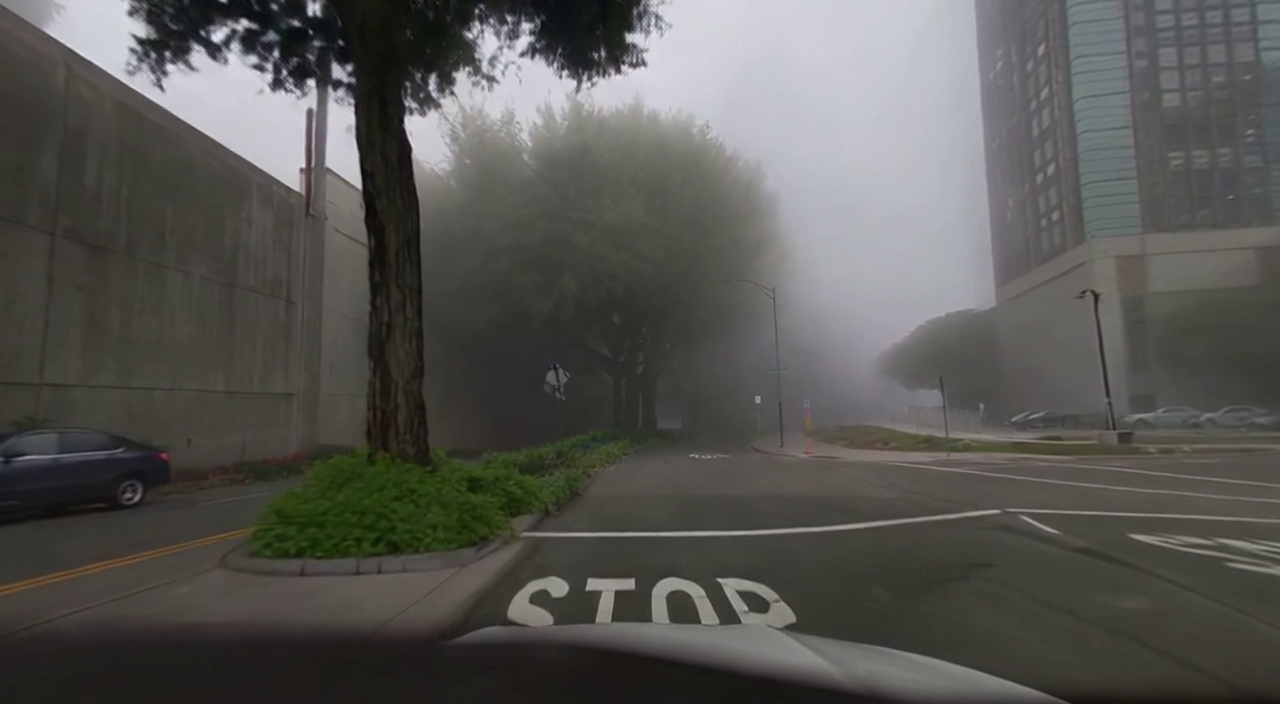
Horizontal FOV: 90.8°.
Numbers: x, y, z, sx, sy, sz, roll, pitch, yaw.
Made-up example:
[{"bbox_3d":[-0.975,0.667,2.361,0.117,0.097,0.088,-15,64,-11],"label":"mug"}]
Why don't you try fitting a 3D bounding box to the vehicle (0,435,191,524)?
[{"bbox_3d":[-11.091,2.228,11.334,4.694,1.447,2.137,5,-10,-31],"label":"vehicle"}]
